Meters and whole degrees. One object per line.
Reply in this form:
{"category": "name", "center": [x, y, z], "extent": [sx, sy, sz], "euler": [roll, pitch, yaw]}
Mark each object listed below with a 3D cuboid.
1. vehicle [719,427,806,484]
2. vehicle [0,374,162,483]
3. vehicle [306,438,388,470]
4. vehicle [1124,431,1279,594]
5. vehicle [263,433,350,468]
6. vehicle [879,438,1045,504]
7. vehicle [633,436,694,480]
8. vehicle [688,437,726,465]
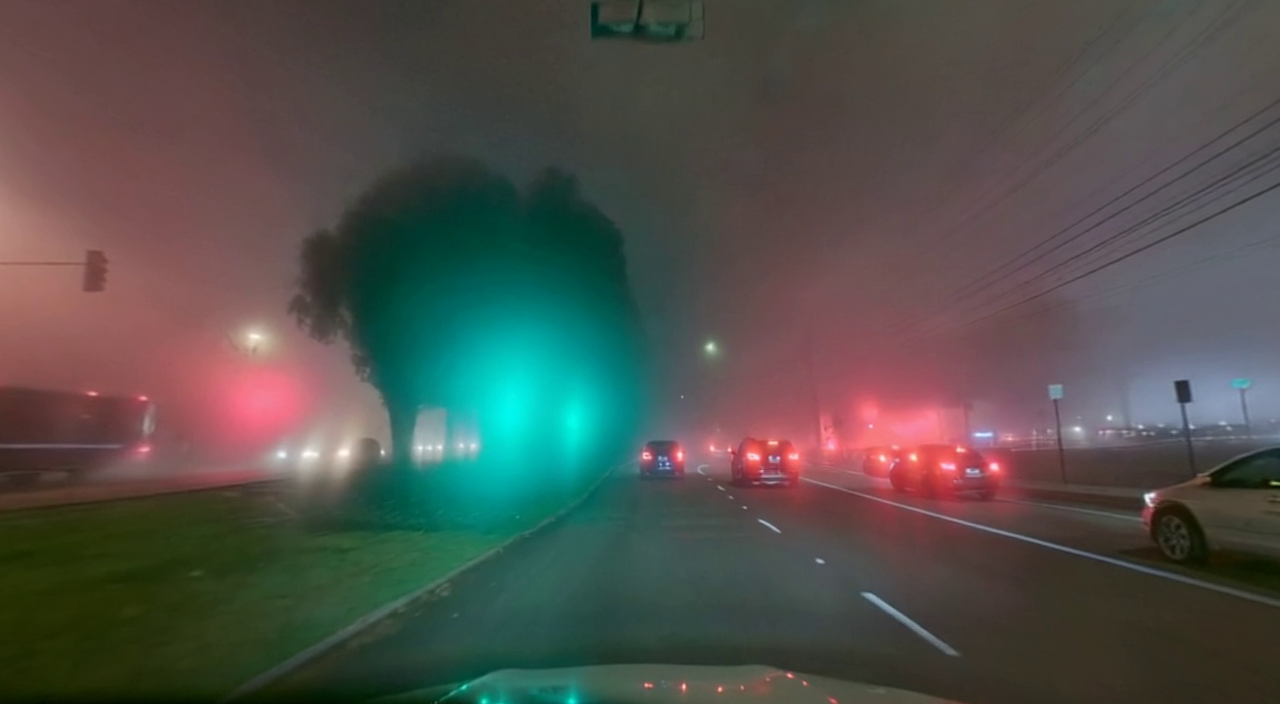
{"category": "vehicle", "center": [4.223, 3.667, 22.653], "extent": [2.119, 1.810, 4.848], "euler": [0, -8, -1]}
{"category": "vehicle", "center": [-21.321, 2.345, 19.308], "extent": [3.354, 3.314, 12.985], "euler": [0, -8, -1]}
{"category": "vehicle", "center": [-14.184, 4.955, 30.833], "extent": [1.827, 1.469, 4.476], "euler": [0, -8, 0]}
{"category": "vehicle", "center": [6.782, 1.405, 5.309], "extent": [1.866, 1.471, 4.478], "euler": [0, -8, 0]}
{"category": "vehicle", "center": [-17.984, 5.331, 34.332], "extent": [2.076, 1.762, 4.895], "euler": [0, -8, 0]}
{"category": "vehicle", "center": [8.092, 3.012, 16.459], "extent": [1.882, 1.463, 4.543], "euler": [0, -8, -1]}
{"category": "vehicle", "center": [0.861, 4.063, 24.463], "extent": [2.168, 1.527, 4.174], "euler": [0, -8, 1]}
{"category": "vehicle", "center": [4.155, 6.220, 39.647], "extent": [1.896, 1.612, 4.203], "euler": [0, -8, 0]}
